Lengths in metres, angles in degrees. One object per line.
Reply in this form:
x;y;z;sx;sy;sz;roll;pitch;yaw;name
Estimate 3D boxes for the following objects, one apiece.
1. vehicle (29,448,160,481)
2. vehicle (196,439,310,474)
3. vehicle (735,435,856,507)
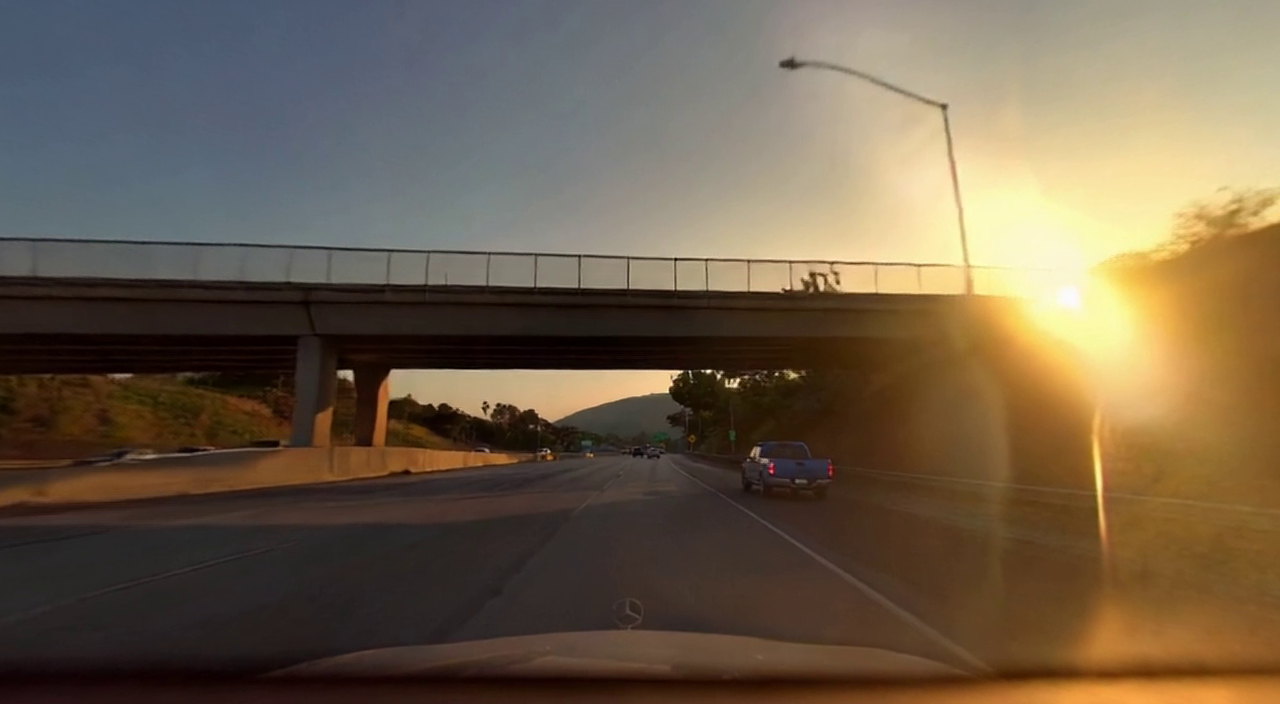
-26.724;5.497;31.182;1.913;1.502;5.002;0;-9;2;vehicle
-19.570;5.297;32.248;2.223;1.640;5.332;-1;-9;3;vehicle
3.940;3.109;16.990;2.010;1.637;4.940;0;-9;0;vehicle
